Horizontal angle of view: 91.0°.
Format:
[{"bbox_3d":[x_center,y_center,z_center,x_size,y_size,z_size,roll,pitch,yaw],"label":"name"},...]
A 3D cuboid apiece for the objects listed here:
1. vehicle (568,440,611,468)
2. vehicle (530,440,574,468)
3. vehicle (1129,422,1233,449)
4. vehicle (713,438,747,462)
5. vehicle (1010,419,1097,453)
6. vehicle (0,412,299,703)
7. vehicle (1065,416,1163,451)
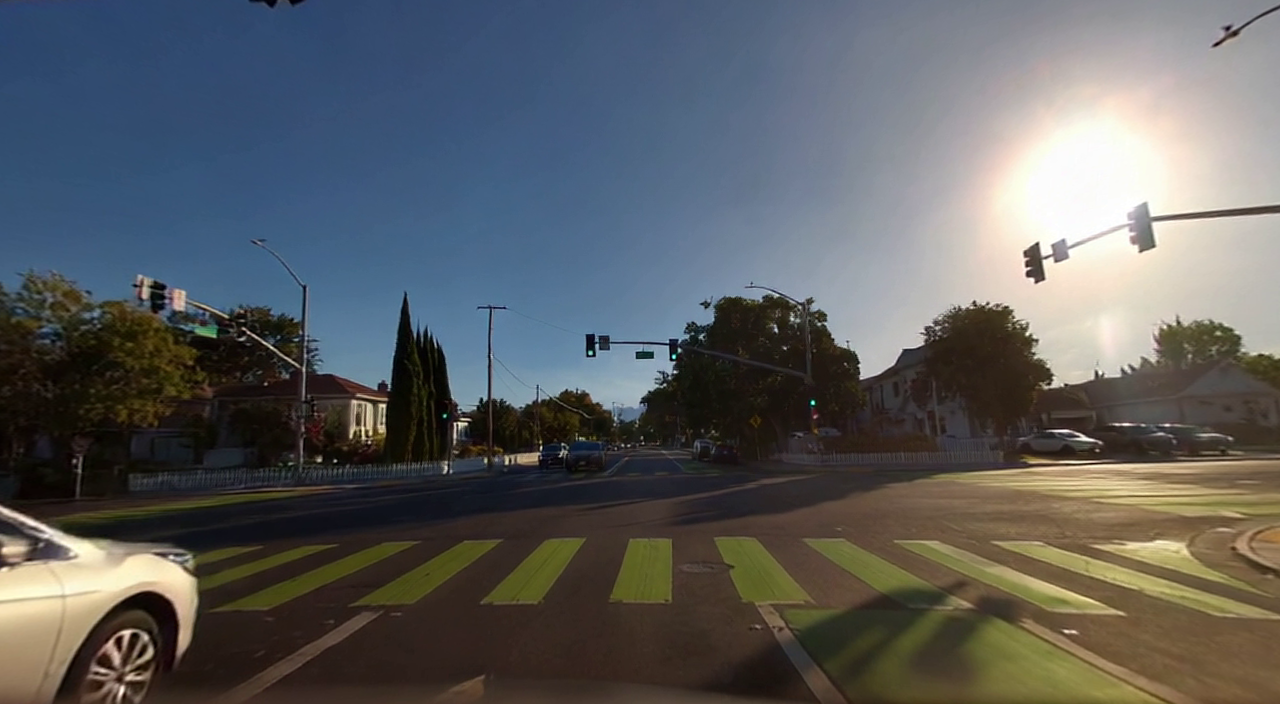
[{"bbox_3d":[-2.862,5.898,36.552,1.982,1.472,4.103,-1,-8,2],"label":"vehicle"},{"bbox_3d":[-5.585,6.554,40.521,1.982,1.686,4.195,-1,-8,4],"label":"vehicle"},{"bbox_3d":[30.240,4.743,35.406,1.837,1.396,4.695,-1,-8,3],"label":"vehicle"},{"bbox_3d":[6.291,6.890,44.379,1.891,1.584,3.802,0,-8,1],"label":"vehicle"},{"bbox_3d":[23.270,4.804,35.695,1.964,1.759,4.583,-1,-8,3],"label":"vehicle"},{"bbox_3d":[-3.403,0.929,2.012,1.904,1.489,4.746,0,-8,1],"label":"vehicle"},{"bbox_3d":[26.444,4.633,35.340,2.033,1.821,4.542,0,-8,1],"label":"vehicle"}]
